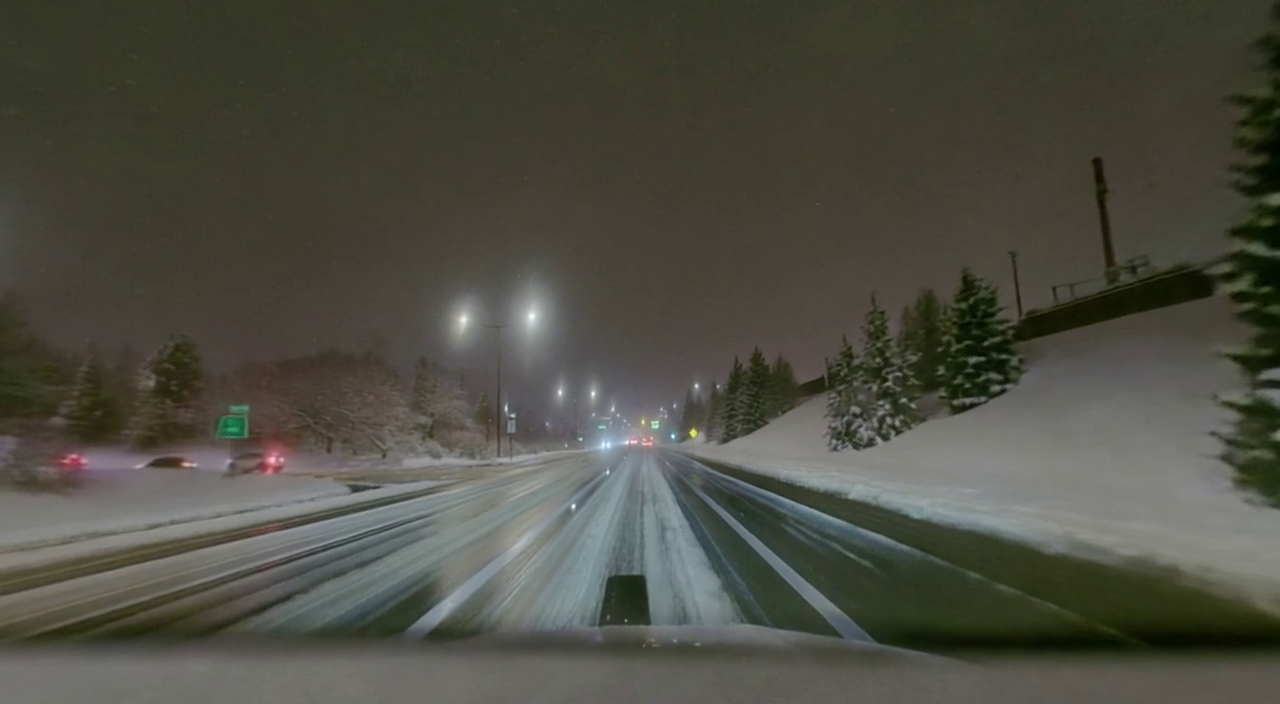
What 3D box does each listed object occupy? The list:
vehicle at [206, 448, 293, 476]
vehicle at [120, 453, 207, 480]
[{"bbox_3d":[-25.705,7.223,41.549,4.495,1.641,1.966,-2,-8,3],"label":"vehicle"},{"bbox_3d":[-31.566,7.572,41.819,4.260,1.498,1.850,-3,-8,-1],"label":"vehicle"}]
